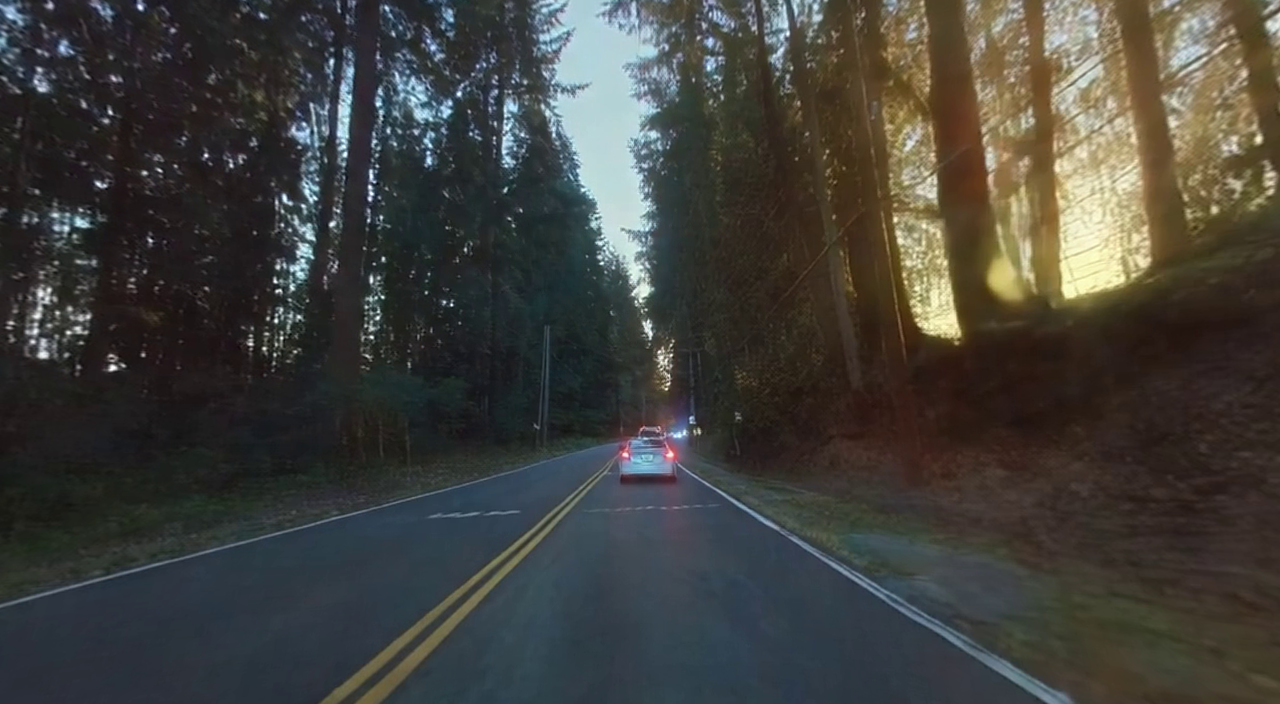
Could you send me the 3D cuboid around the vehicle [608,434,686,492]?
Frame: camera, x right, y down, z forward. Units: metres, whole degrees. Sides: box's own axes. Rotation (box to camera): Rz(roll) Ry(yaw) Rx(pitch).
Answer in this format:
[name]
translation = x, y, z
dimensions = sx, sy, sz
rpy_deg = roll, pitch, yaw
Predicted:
[vehicle]
translation = 0.172, 3.237, 18.689
dimensions = 2.081, 1.503, 3.726
rpy_deg = 0, -8, -1
